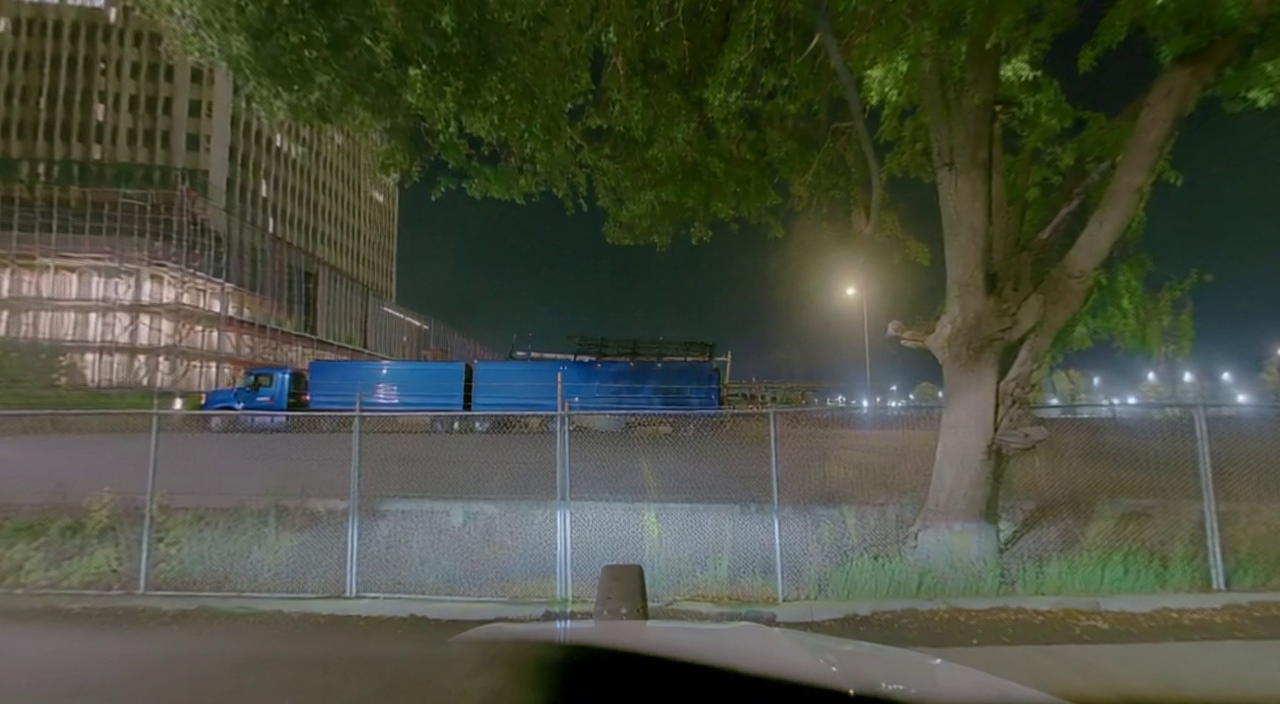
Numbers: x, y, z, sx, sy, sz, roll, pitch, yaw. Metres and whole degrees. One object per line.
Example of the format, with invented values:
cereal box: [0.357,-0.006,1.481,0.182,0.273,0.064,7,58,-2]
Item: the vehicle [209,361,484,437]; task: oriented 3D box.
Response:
vehicle: [-16.527,2.811,36.559,14.067,4.099,2.832,1,-9,-6]
